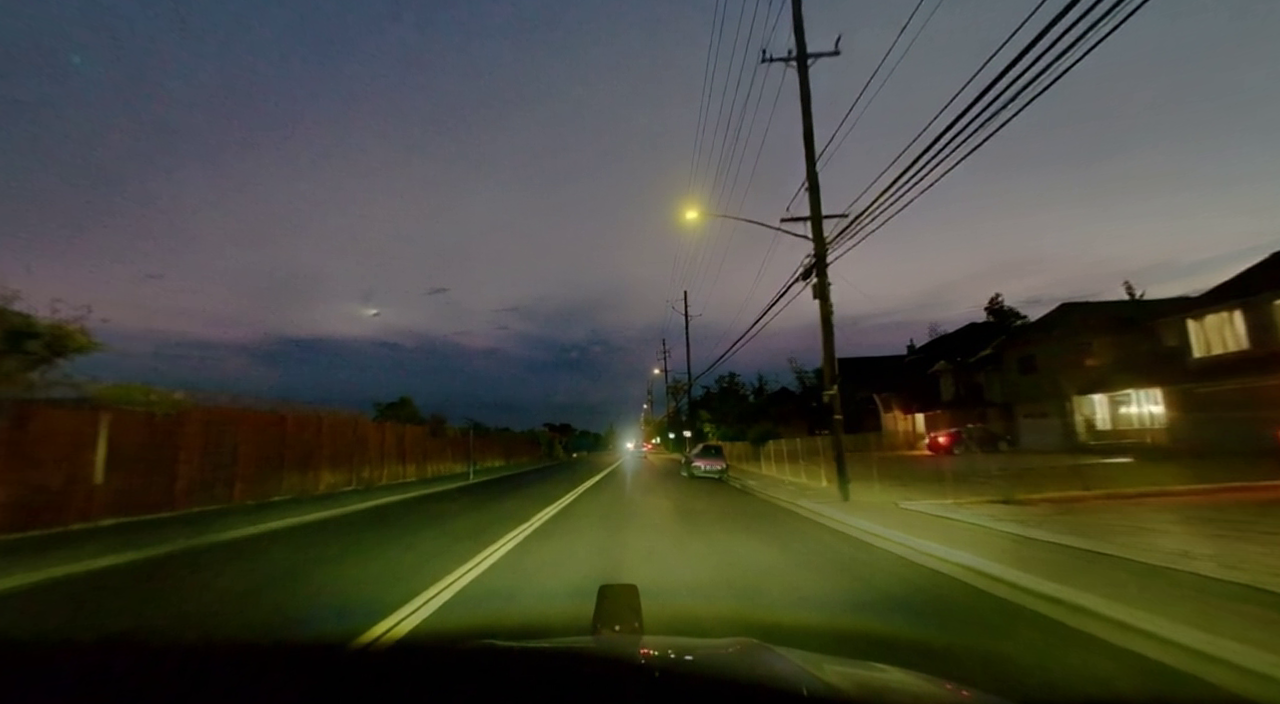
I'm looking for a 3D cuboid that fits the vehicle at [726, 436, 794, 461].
[{"bbox_3d":[8.793,7.087,46.451,4.585,1.823,1.991,0,-9,1],"label":"vehicle"}]

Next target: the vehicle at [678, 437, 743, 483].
[{"bbox_3d":[2.817,4.449,26.283,2.108,1.710,4.499,0,-9,-1],"label":"vehicle"}]

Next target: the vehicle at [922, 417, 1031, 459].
[{"bbox_3d":[18.007,4.635,33.951,4.457,1.780,2.170,-5,-8,0],"label":"vehicle"}]
